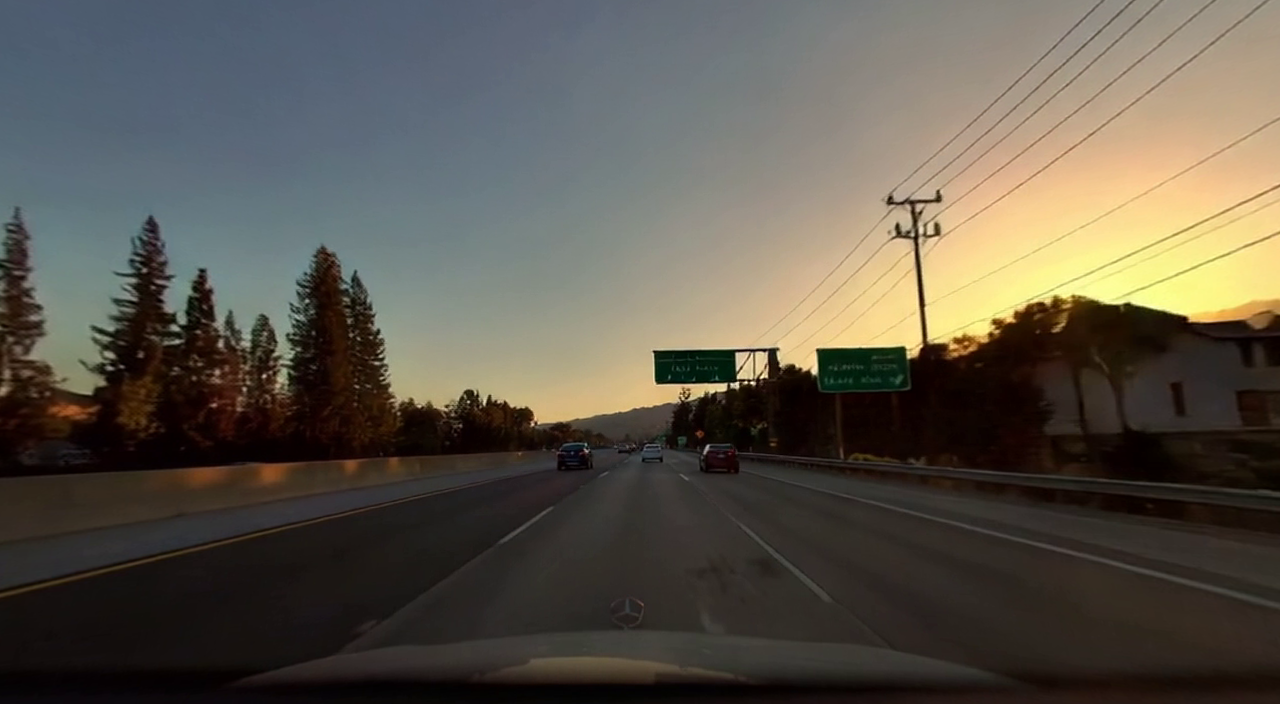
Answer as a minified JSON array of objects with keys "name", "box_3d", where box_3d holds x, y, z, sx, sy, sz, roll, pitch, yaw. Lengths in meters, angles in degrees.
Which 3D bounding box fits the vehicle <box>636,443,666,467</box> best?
[{"name":"vehicle","box_3d":[0.718,7.153,44.044,2.049,1.620,4.153,0,-8,0]}]

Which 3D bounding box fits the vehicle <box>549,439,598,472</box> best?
[{"name":"vehicle","box_3d":[-3.686,5.852,35.897,2.217,1.773,4.553,0,-8,1]}]

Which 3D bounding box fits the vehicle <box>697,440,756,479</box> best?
[{"name":"vehicle","box_3d":[3.667,4.620,27.384,1.996,1.579,3.841,0,-8,0]}]
